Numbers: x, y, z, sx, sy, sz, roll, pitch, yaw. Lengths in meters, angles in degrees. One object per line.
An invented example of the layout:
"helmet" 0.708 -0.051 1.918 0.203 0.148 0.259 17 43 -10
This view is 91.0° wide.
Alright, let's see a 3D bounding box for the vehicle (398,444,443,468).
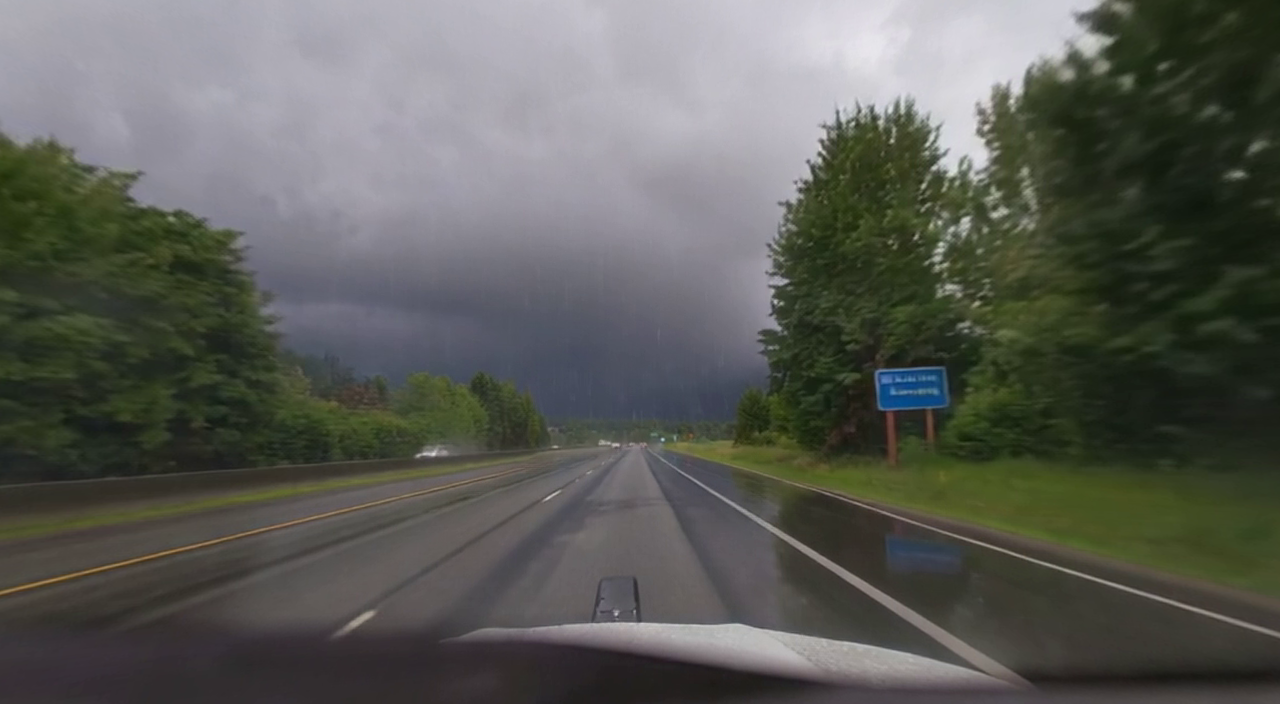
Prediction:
"vehicle" -16.331 7.759 46.990 1.892 1.661 4.143 0 -8 -1
